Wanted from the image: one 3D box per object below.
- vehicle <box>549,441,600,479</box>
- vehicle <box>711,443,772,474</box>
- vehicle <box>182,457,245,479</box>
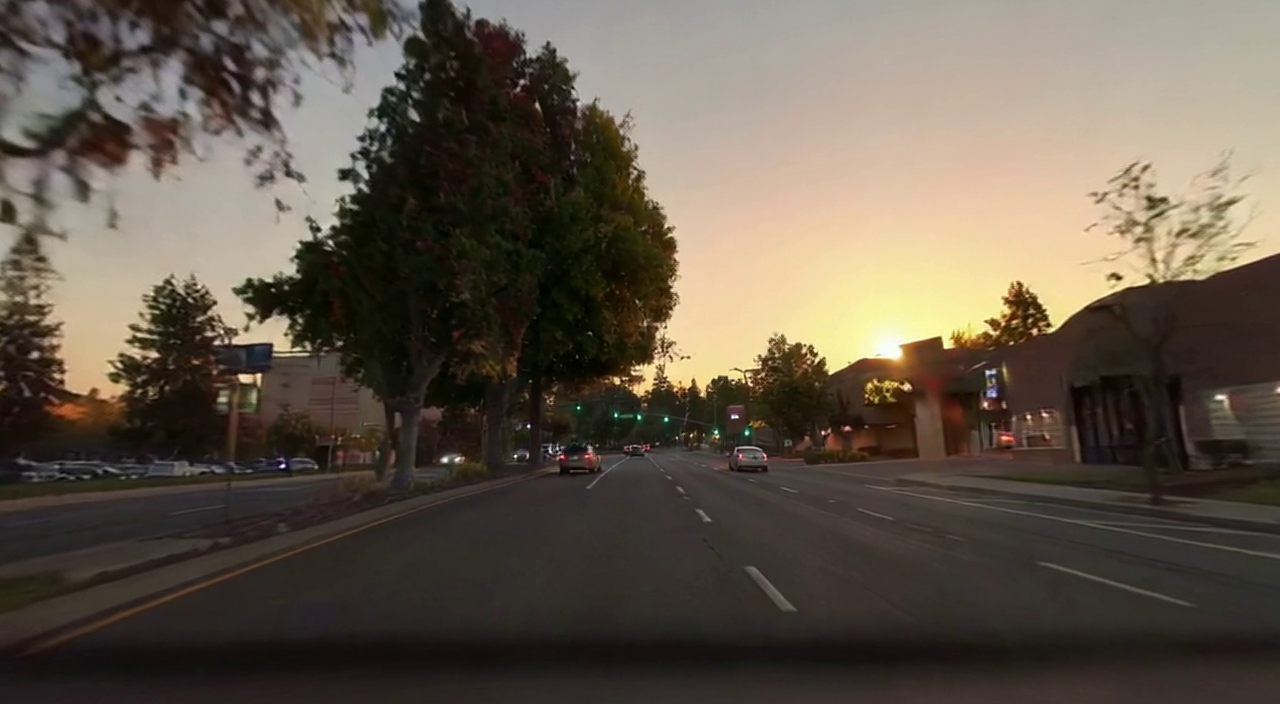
[{"bbox_3d":[-2.883,4.857,28.791,2.072,1.545,4.578,0,-8,-3],"label":"vehicle"},{"bbox_3d":[5.221,5.540,33.187,2.075,1.475,4.571,0,-8,-5],"label":"vehicle"},{"bbox_3d":[-32.821,8.899,48.769,1.847,1.512,4.347,0,-9,-1],"label":"vehicle"}]
